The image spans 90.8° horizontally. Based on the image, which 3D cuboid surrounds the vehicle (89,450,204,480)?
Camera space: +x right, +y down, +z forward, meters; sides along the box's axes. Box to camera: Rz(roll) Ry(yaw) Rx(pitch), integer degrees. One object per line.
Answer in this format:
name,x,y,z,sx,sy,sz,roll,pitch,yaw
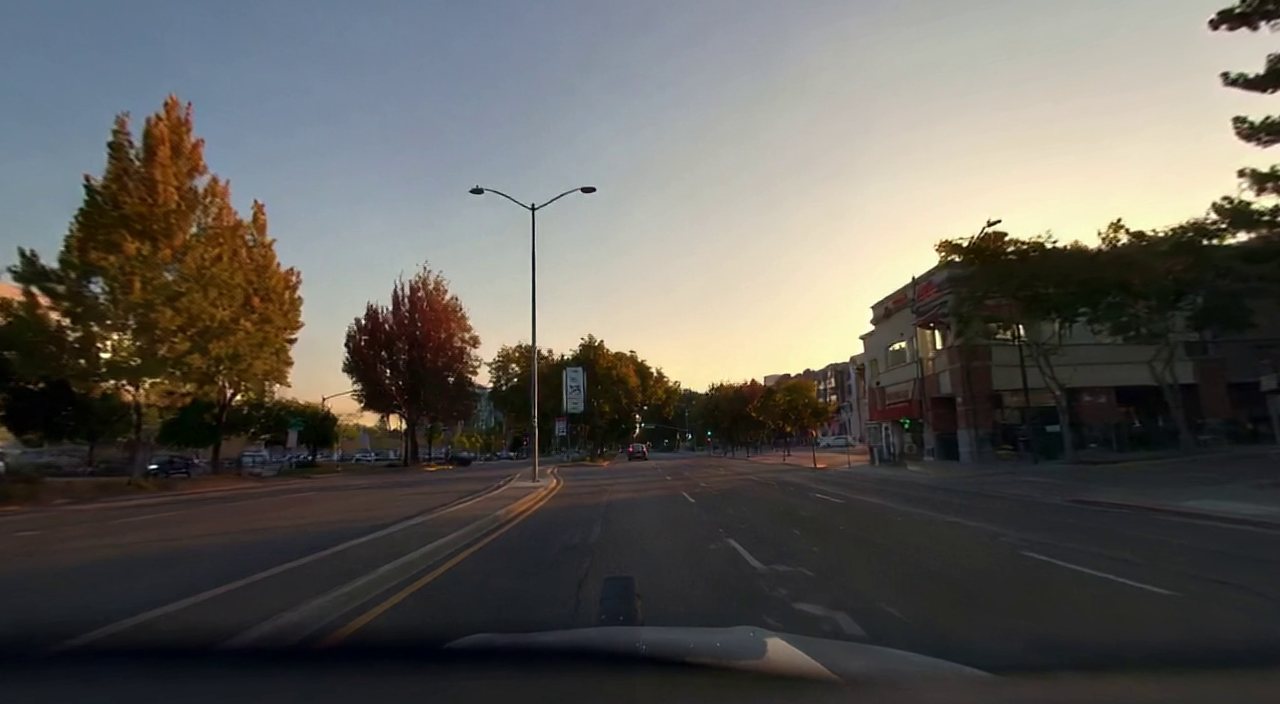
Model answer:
vehicle,-29.019,6.657,37.235,5.122,1.686,1.967,0,-9,1
